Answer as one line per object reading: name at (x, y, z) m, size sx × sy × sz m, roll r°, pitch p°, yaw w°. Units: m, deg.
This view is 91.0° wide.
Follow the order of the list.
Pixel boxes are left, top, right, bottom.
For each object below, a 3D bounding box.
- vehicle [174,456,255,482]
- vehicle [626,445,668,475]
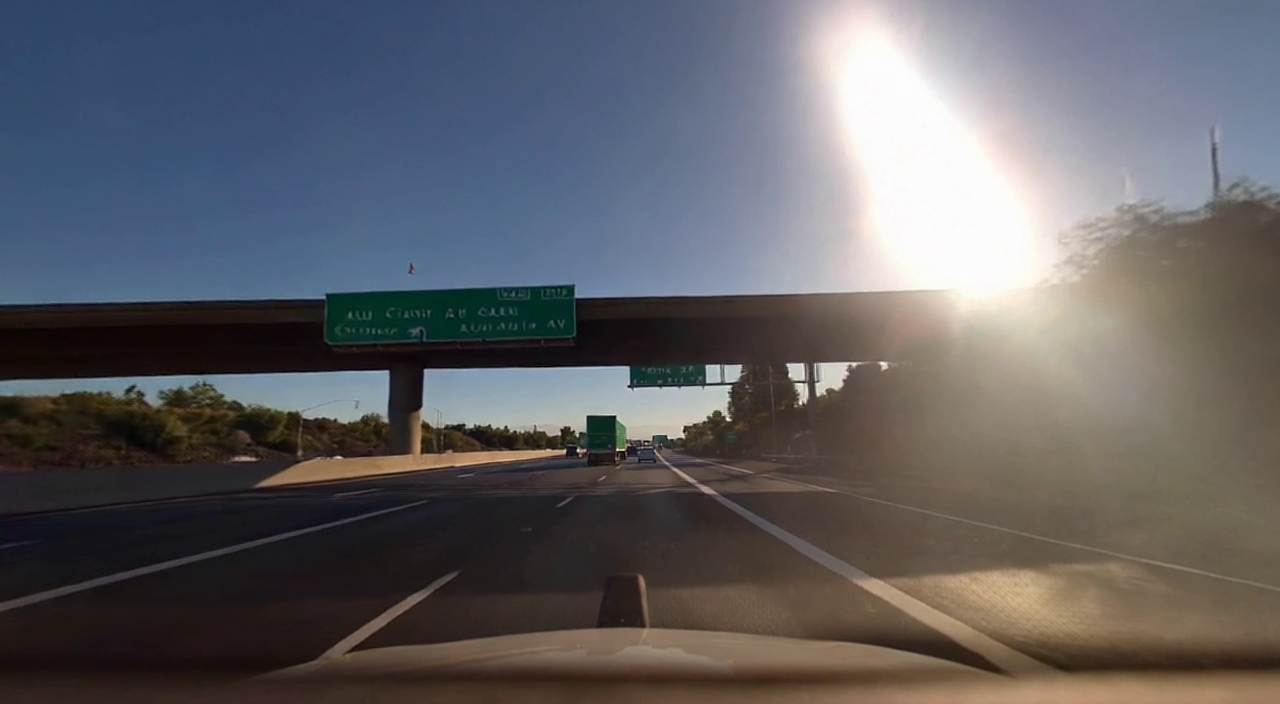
vehicle at (-31.115, 8.532, 46.261) m, size 2.230 × 1.690 × 5.153 m, roll -1°, pitch -9°, yaw 2°
vehicle at (0.326, 5.645, 33.051) m, size 2.066 × 1.469 × 4.050 m, roll 0°, pitch -9°, yaw -1°
